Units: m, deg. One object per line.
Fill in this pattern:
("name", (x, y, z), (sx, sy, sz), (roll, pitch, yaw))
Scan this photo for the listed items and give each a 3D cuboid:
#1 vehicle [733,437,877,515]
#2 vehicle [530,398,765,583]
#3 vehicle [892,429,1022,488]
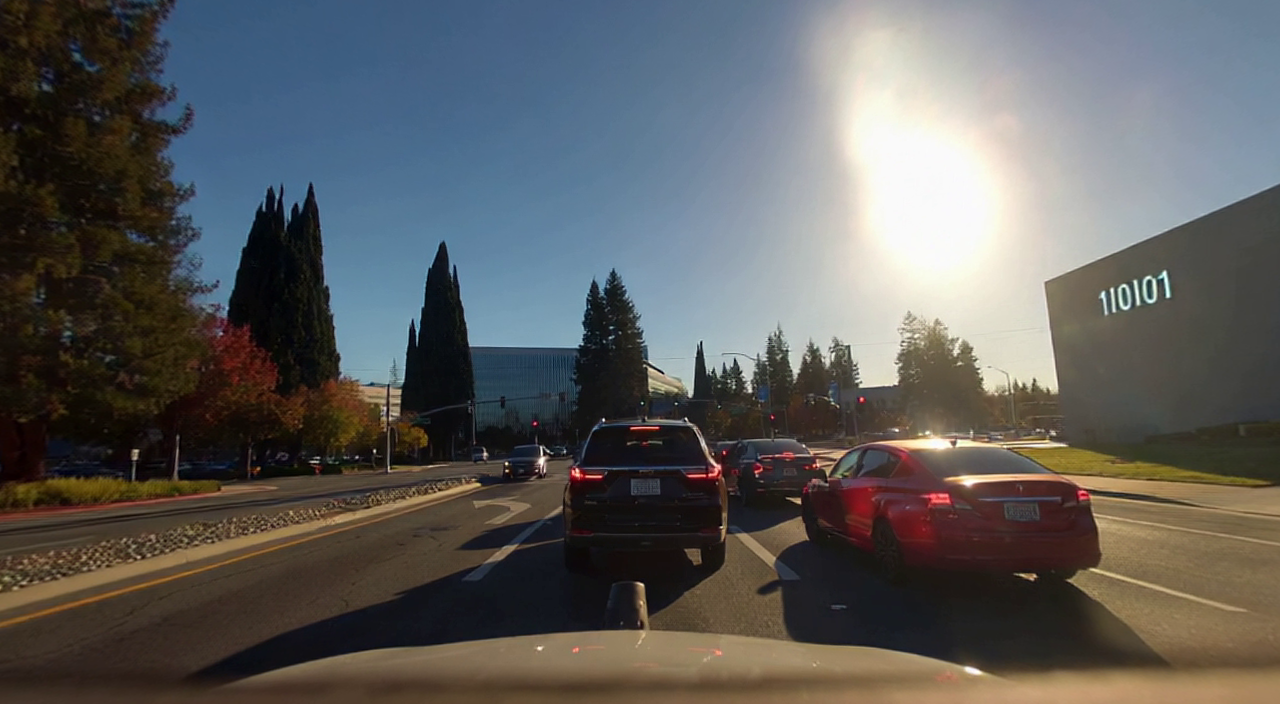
("vehicle", (3.491, 2.713, 14.358), (1.997, 1.471, 4.321), (0, -9, -2))
("vehicle", (0.061, 1.653, 8.254), (2.266, 1.762, 4.131), (0, -9, 0))
("vehicle", (10.861, 3.694, 22.123), (2.123, 1.812, 4.553), (0, -9, -1))
